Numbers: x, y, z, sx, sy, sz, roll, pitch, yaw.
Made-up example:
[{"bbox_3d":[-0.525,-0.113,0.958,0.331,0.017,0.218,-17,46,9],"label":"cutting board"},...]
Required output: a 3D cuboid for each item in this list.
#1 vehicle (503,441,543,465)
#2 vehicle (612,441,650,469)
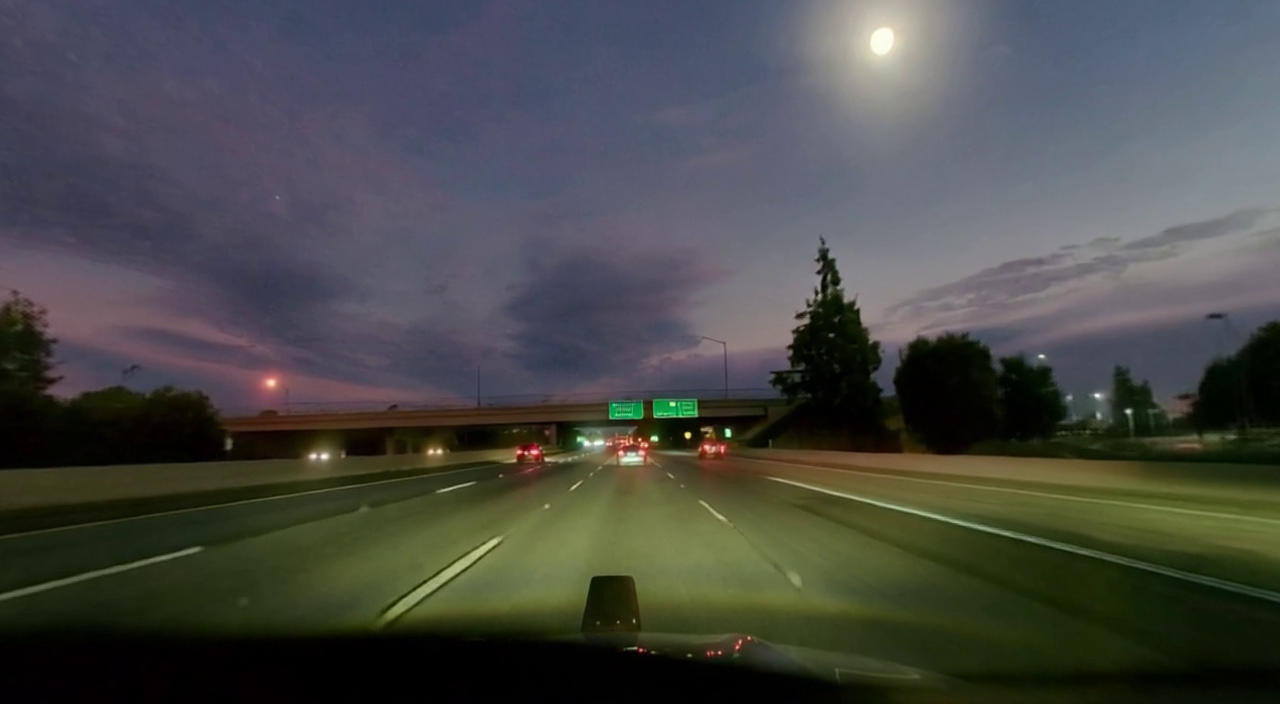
[{"bbox_3d":[-8.101,7.041,44.146,1.957,1.554,4.350,0,-8,0],"label":"vehicle"},{"bbox_3d":[-0.524,5.768,35.622,2.012,1.471,4.059,0,-8,-2],"label":"vehicle"}]
